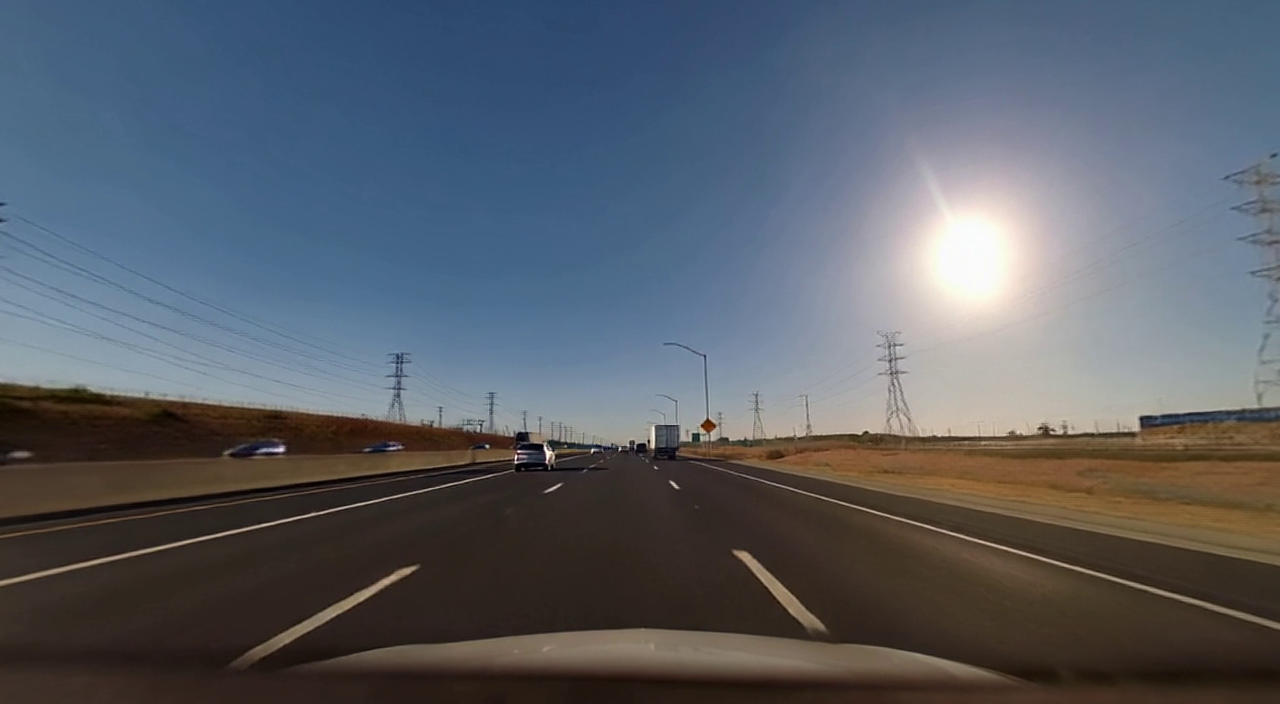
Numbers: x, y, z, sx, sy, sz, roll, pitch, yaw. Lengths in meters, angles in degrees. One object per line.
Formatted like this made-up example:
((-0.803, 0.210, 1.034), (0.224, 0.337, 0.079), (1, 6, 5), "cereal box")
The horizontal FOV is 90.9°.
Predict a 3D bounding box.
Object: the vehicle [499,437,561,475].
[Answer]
((-5.066, 4.852, 29.668), (2.064, 1.642, 4.389), (0, -8, 0), "vehicle")

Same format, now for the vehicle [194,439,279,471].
((-23.151, 5.899, 36.393), (1.911, 1.678, 4.509), (0, -8, -1), "vehicle")

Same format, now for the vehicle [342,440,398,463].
((-20.194, 7.444, 47.343), (2.079, 1.662, 4.800), (0, -8, 0), "vehicle")
